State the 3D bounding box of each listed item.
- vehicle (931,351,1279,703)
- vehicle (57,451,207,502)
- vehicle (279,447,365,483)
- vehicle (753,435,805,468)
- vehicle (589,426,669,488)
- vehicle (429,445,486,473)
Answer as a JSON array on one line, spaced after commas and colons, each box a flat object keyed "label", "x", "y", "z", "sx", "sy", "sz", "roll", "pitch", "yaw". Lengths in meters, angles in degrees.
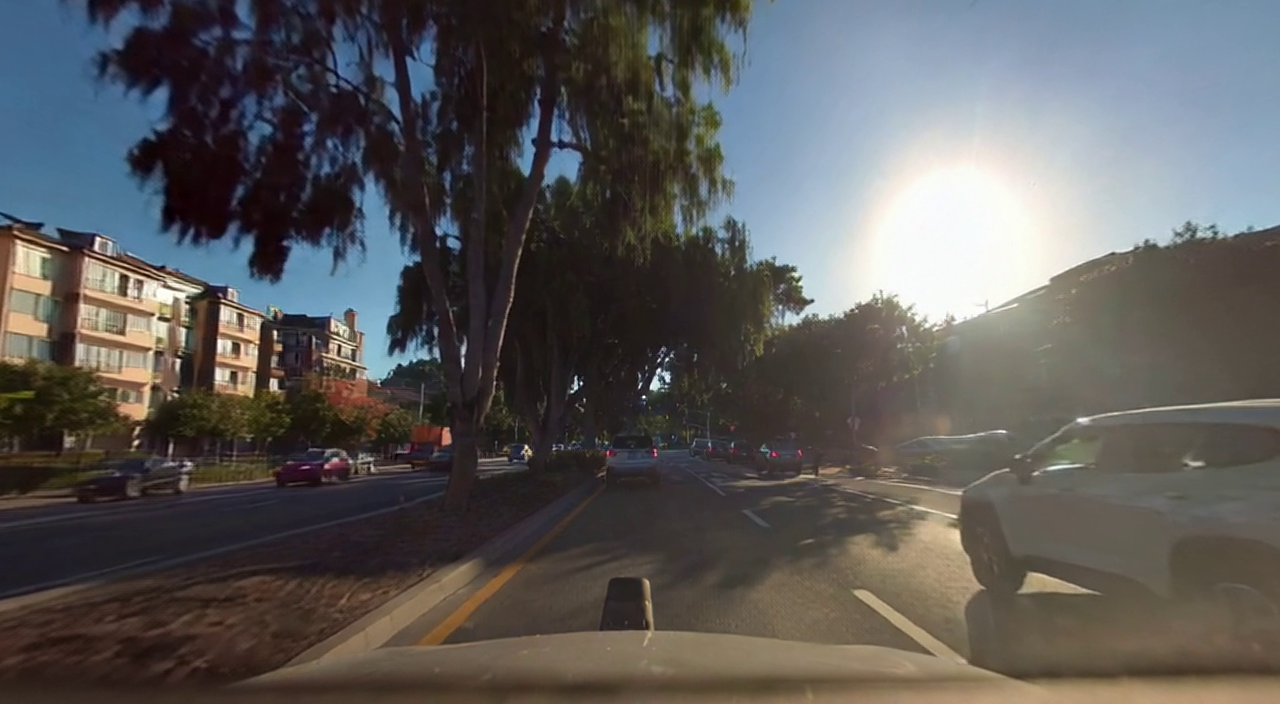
[{"label": "vehicle", "x": 3.879, "y": 1.014, "z": 3.871, "sx": 2.100, "sy": 1.689, "sz": 4.501, "roll": 0, "pitch": -8, "yaw": 1}, {"label": "vehicle", "x": -20.339, "y": 4.965, "z": 25.577, "sx": 2.001, "sy": 1.788, "sz": 4.776, "roll": 0, "pitch": -8, "yaw": 1}, {"label": "vehicle", "x": -16.388, "y": 5.803, "z": 32.823, "sx": 1.972, "sy": 1.723, "sz": 4.608, "roll": 0, "pitch": -8, "yaw": 1}, {"label": "vehicle", "x": 7.722, "y": 5.599, "z": 35.455, "sx": 1.971, "sy": 1.722, "sz": 4.341, "roll": 0, "pitch": -8, "yaw": 0}, {"label": "vehicle", "x": -0.324, "y": 3.426, "z": 20.826, "sx": 2.332, "sy": 1.798, "sz": 4.546, "roll": 0, "pitch": -8, "yaw": 0}, {"label": "vehicle", "x": -10.317, "y": 6.035, "z": 35.959, "sx": 1.907, "sy": 1.471, "sz": 4.410, "roll": 0, "pitch": -8, "yaw": 1}]
